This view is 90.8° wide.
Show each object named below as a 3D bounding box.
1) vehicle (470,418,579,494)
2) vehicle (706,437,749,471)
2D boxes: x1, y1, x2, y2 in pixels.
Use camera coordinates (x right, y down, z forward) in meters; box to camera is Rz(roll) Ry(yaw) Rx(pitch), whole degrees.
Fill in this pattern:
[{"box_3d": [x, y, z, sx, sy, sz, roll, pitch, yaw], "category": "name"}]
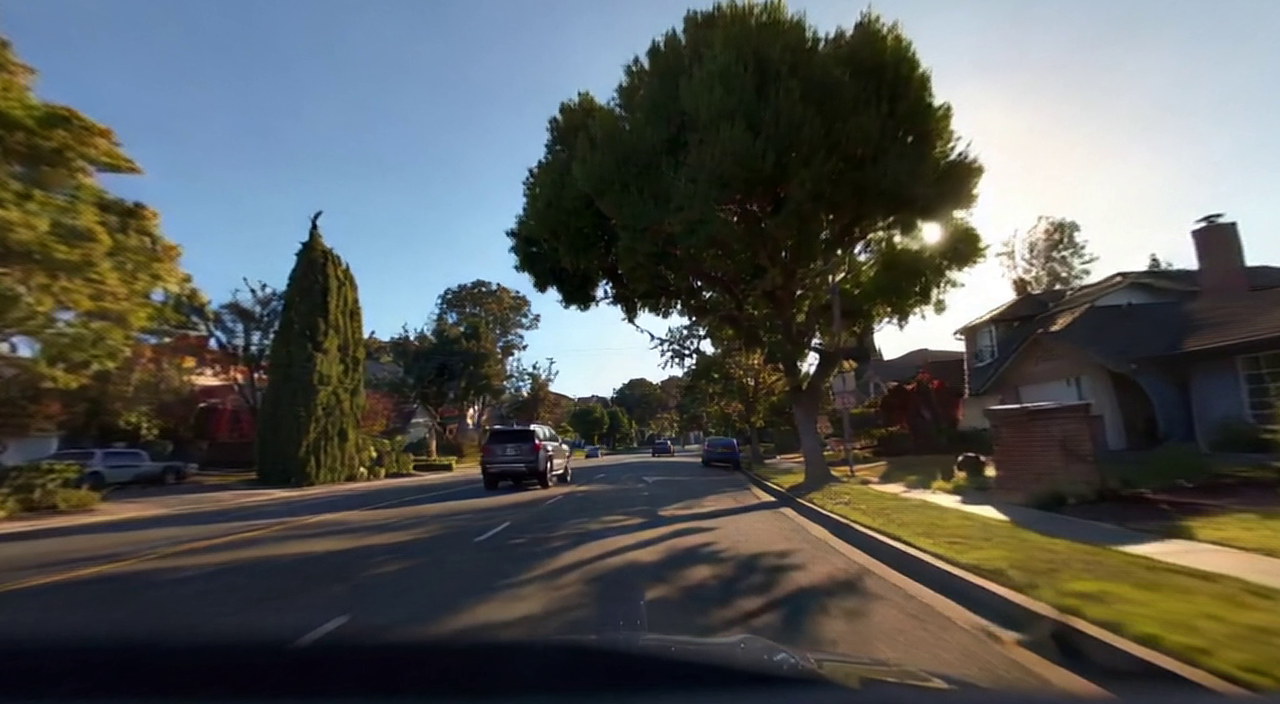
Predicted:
[{"box_3d": [-3.457, 3.259, 20.154, 2.085, 2.084, 5.133, -1, -8, 5], "category": "vehicle"}, {"box_3d": [4.641, 5.392, 33.598, 2.040, 1.643, 4.446, -1, -9, 8], "category": "vehicle"}]
